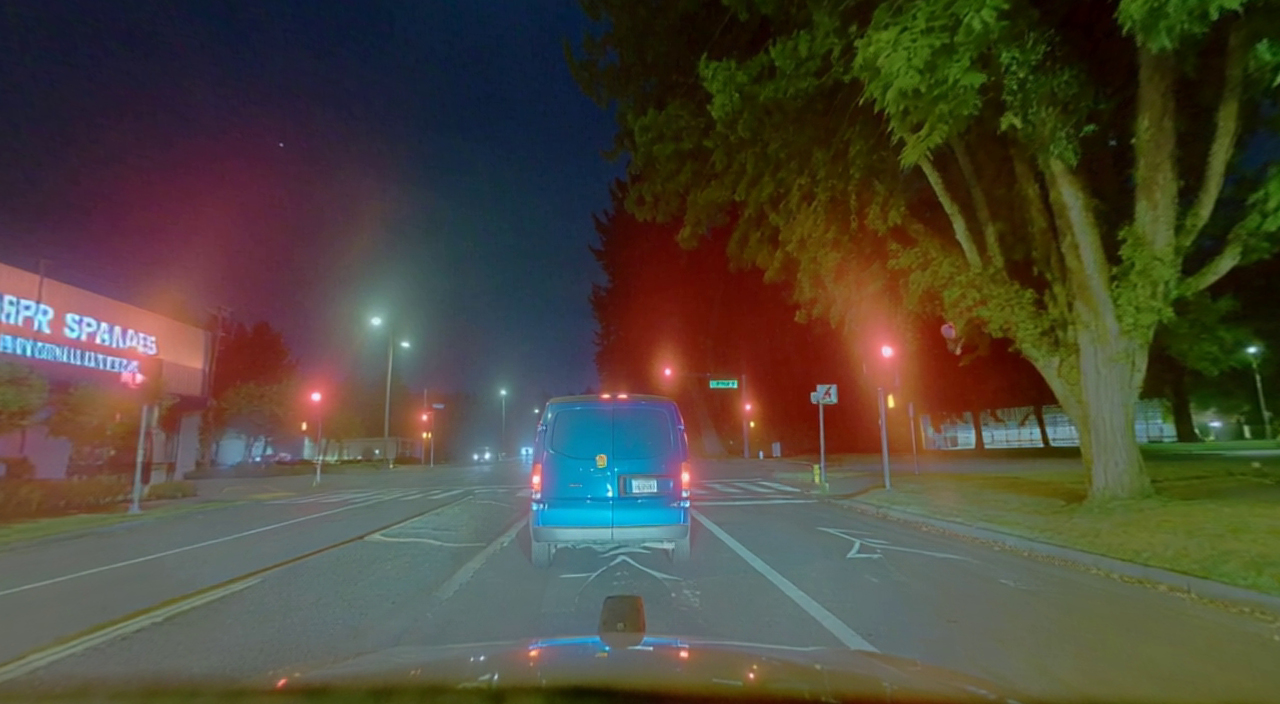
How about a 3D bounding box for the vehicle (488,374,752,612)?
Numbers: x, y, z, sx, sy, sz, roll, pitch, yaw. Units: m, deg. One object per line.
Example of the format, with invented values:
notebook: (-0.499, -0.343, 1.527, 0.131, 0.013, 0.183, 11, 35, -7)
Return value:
vehicle: (-0.292, 1.467, 7.298, 2.181, 1.949, 3.932, 1, -9, -4)
